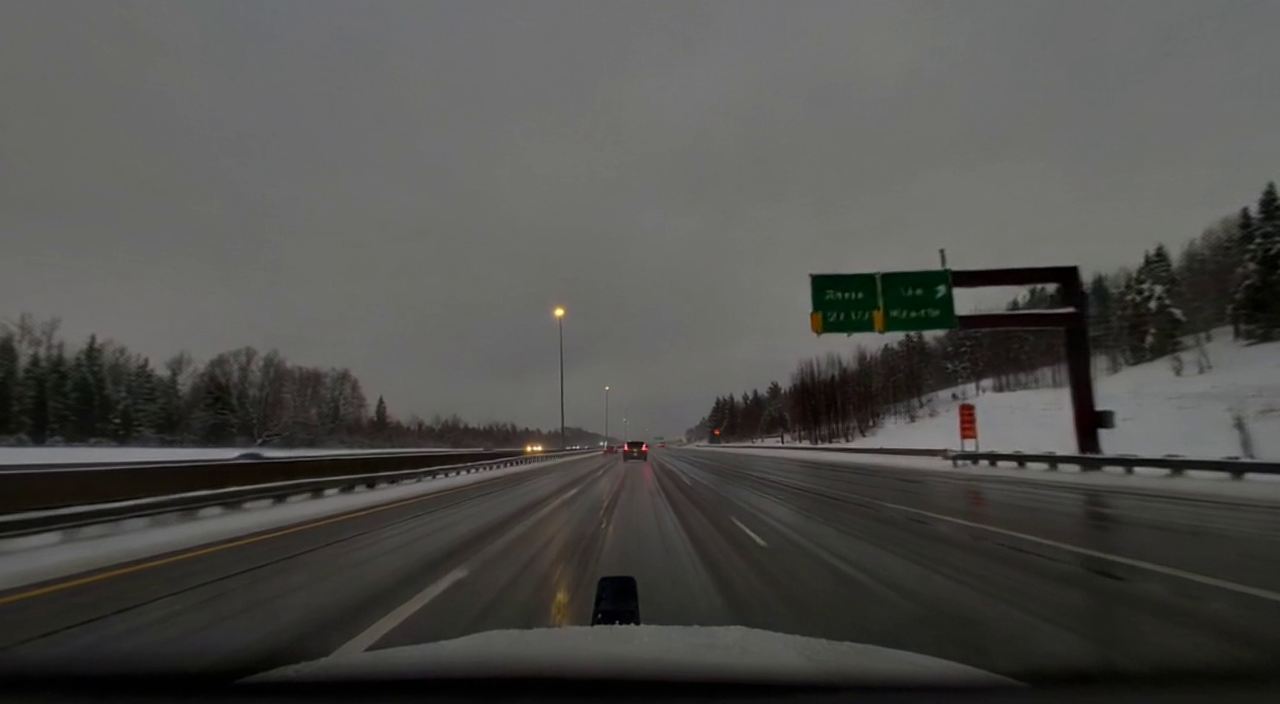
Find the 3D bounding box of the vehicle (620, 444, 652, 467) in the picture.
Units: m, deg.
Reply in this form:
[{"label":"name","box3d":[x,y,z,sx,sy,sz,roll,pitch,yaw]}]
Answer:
[{"label":"vehicle","box3d":[-0.359,7.203,44.104,2.118,1.466,4.165,0,-9,-2]}]
